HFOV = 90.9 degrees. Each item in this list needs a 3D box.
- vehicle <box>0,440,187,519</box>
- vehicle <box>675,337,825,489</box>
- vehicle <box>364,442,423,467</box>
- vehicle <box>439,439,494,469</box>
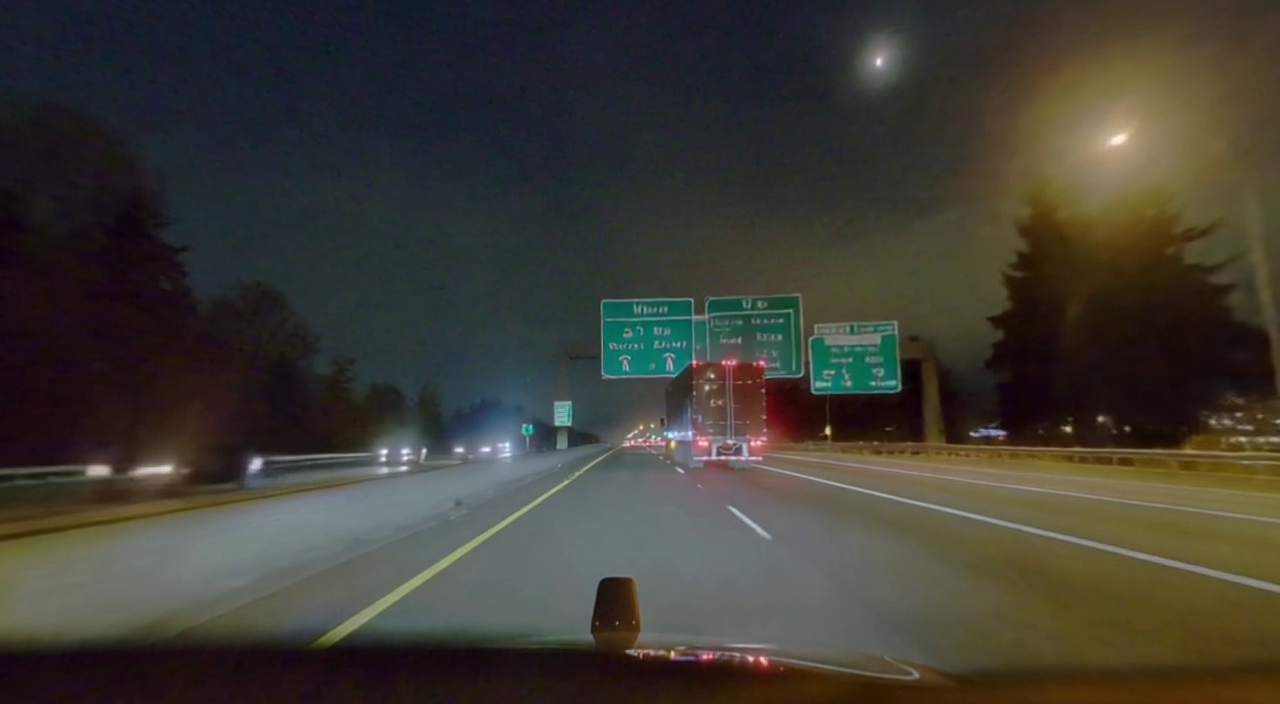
[{"bbox_3d":[-13.241,2.898,14.973,1.896,1.577,4.074,0,-8,0],"label":"vehicle"},{"bbox_3d":[3.241,2.472,23.282,2.954,3.995,13.335,0,-8,-1],"label":"vehicle"},{"bbox_3d":[-16.071,6.690,41.404,1.965,1.489,4.918,0,-8,-1],"label":"vehicle"},{"bbox_3d":[-9.168,5.394,33.664,1.847,1.456,3.890,0,-8,0],"label":"vehicle"}]
